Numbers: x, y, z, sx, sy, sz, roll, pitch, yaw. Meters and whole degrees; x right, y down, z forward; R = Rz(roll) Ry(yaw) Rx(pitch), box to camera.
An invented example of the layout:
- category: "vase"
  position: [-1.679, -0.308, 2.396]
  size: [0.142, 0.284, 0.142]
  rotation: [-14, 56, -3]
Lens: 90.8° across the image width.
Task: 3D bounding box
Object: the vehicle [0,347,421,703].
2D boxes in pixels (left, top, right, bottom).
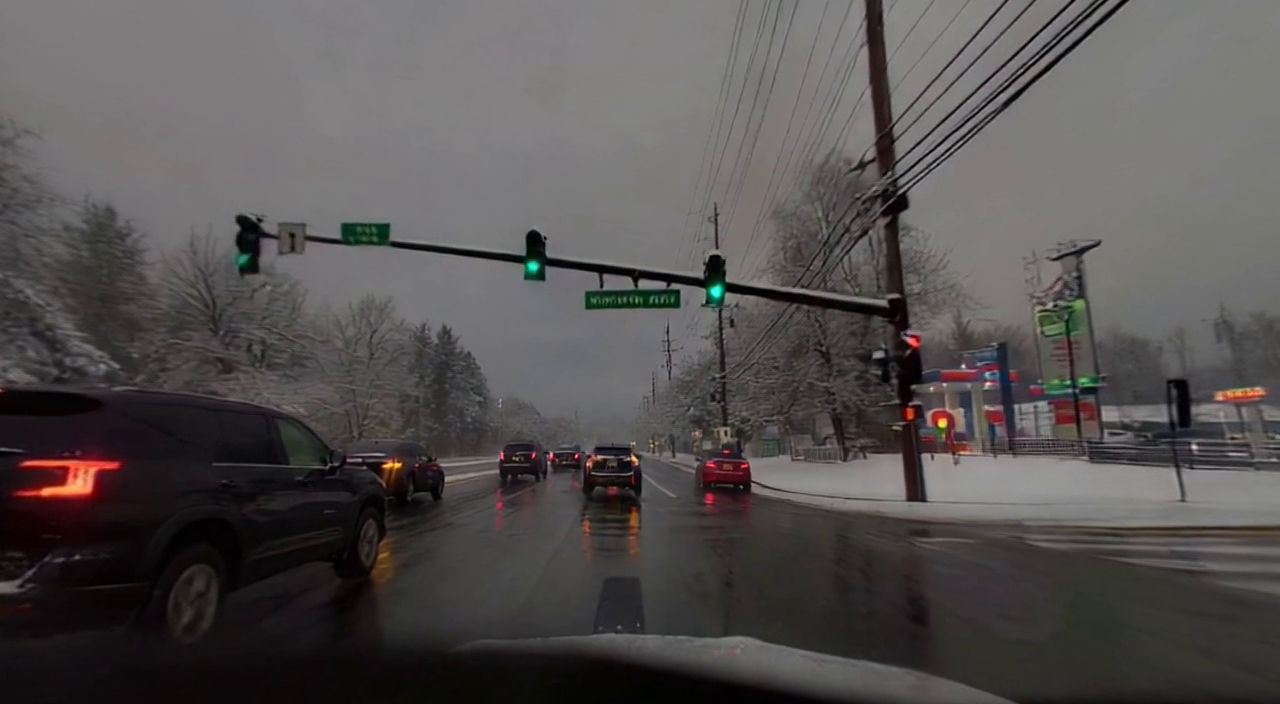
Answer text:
- category: "vehicle"
  position: [-3.464, 1.125, 4.889]
  size: [1.922, 1.642, 4.547]
  rotation: [0, -8, 0]

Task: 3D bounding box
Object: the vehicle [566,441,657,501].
- category: "vehicle"
  position: [-0.672, 3.167, 17.285]
  size: [2.189, 1.437, 4.135]
  rotation: [0, -8, 0]

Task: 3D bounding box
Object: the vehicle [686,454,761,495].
- category: "vehicle"
  position: [2.988, 4.489, 23.582]
  size: [2.065, 1.302, 4.416]
  rotation: [0, -8, -1]

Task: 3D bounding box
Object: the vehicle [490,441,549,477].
- category: "vehicle"
  position: [-6.867, 6.142, 36.542]
  size: [2.385, 1.918, 5.056]
  rotation: [0, -8, 0]
